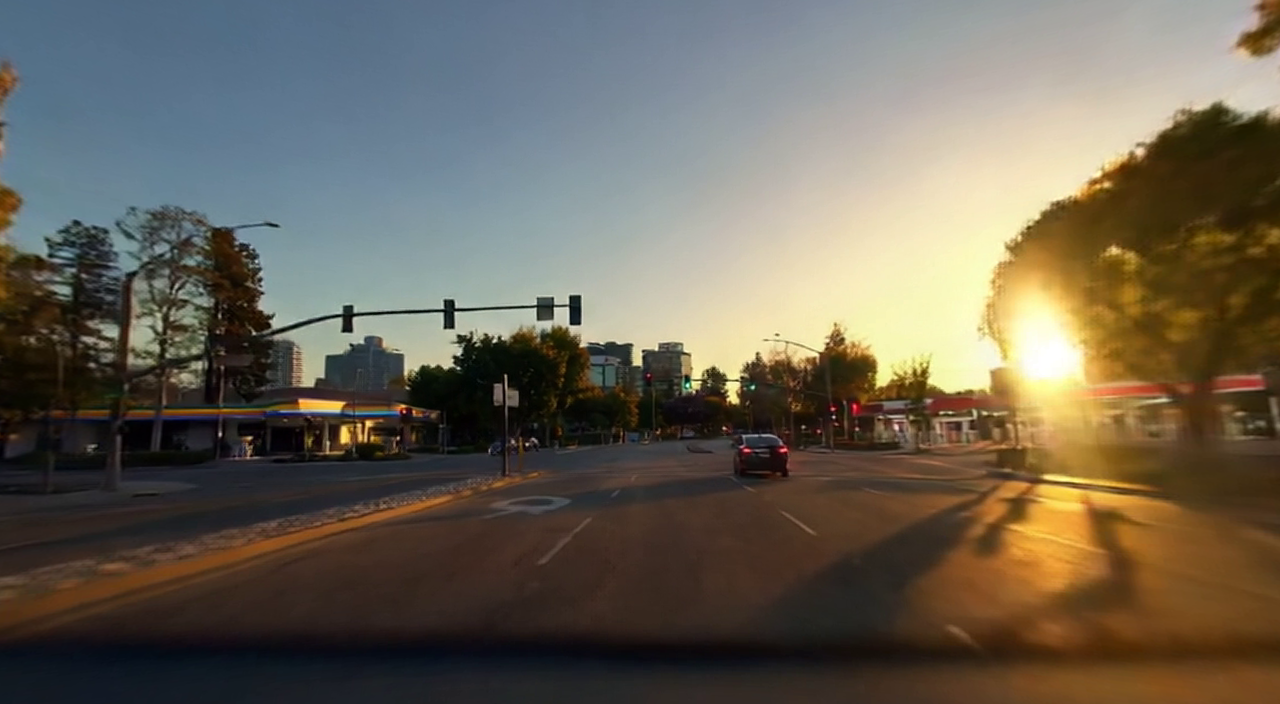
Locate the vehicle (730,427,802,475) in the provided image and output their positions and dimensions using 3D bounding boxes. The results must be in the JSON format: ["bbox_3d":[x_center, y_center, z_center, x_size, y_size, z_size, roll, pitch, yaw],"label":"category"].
[{"bbox_3d":[4.786,3.834,24.468,2.090,1.717,4.063,0,-8,2],"label":"vehicle"}]
